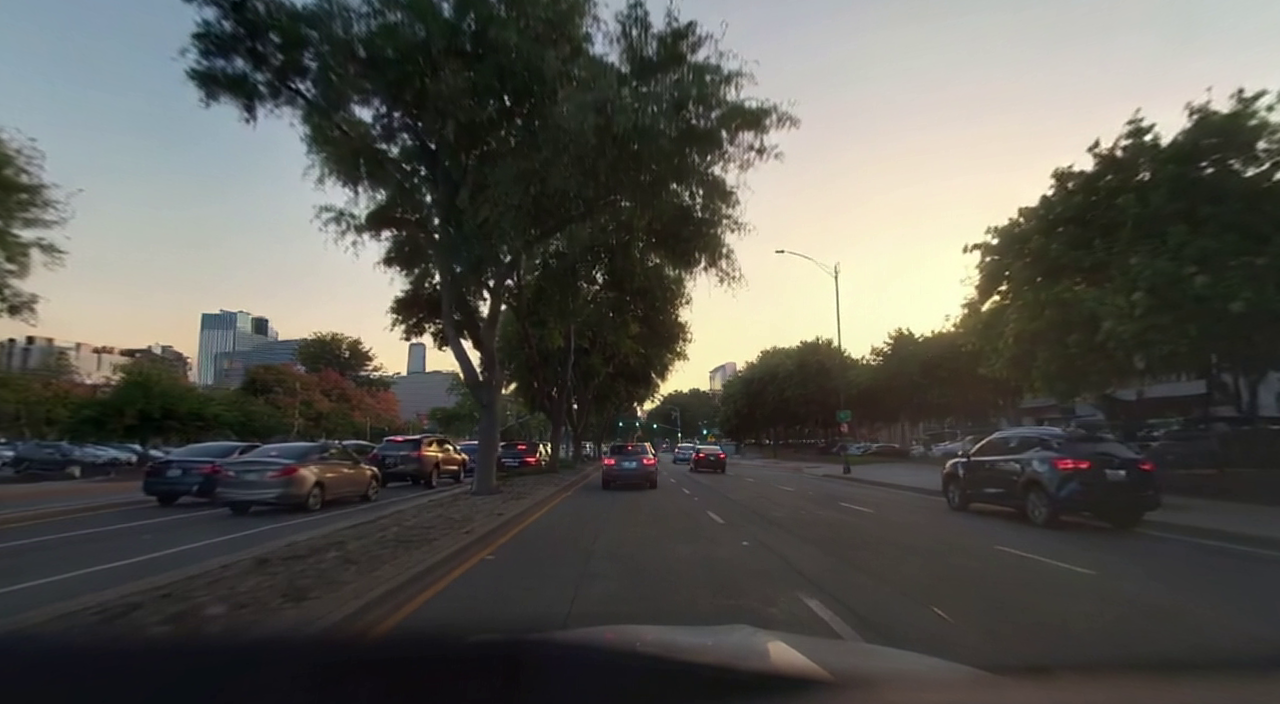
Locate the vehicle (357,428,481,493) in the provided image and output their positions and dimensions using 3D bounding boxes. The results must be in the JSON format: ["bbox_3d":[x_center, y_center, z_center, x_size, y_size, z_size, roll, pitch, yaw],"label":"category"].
[{"bbox_3d":[-6.787,3.415,20.225,1.864,1.737,5.689,-1,-9,1],"label":"vehicle"}]

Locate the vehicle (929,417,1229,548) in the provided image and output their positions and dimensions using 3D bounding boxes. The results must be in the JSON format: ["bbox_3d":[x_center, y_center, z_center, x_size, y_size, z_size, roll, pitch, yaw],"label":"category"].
[{"bbox_3d":[6.670,2.009,10.334,1.889,1.681,4.120,0,-9,0],"label":"vehicle"}]

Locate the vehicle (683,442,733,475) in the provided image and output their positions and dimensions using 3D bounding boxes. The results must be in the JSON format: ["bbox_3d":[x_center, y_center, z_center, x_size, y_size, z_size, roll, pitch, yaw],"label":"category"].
[{"bbox_3d":[3.257,5.208,31.043,1.905,1.473,4.183,0,-9,-2],"label":"vehicle"}]

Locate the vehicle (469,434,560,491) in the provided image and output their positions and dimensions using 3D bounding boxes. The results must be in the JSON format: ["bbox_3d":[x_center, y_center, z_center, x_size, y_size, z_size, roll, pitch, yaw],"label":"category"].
[{"bbox_3d":[-3.870,3.499,20.328,2.009,1.619,4.376,0,-9,1],"label":"vehicle"}]

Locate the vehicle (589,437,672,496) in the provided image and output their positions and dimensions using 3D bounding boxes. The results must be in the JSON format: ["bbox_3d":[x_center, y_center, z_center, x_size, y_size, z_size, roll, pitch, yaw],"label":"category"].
[{"bbox_3d":[-0.259,3.281,18.477,2.161,1.501,4.184,0,-9,0],"label":"vehicle"}]

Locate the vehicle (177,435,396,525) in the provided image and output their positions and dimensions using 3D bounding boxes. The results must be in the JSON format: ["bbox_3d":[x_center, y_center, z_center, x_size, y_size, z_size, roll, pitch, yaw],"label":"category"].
[{"bbox_3d":[-6.858,2.510,13.001,1.877,1.493,4.624,0,-9,-1],"label":"vehicle"}]
